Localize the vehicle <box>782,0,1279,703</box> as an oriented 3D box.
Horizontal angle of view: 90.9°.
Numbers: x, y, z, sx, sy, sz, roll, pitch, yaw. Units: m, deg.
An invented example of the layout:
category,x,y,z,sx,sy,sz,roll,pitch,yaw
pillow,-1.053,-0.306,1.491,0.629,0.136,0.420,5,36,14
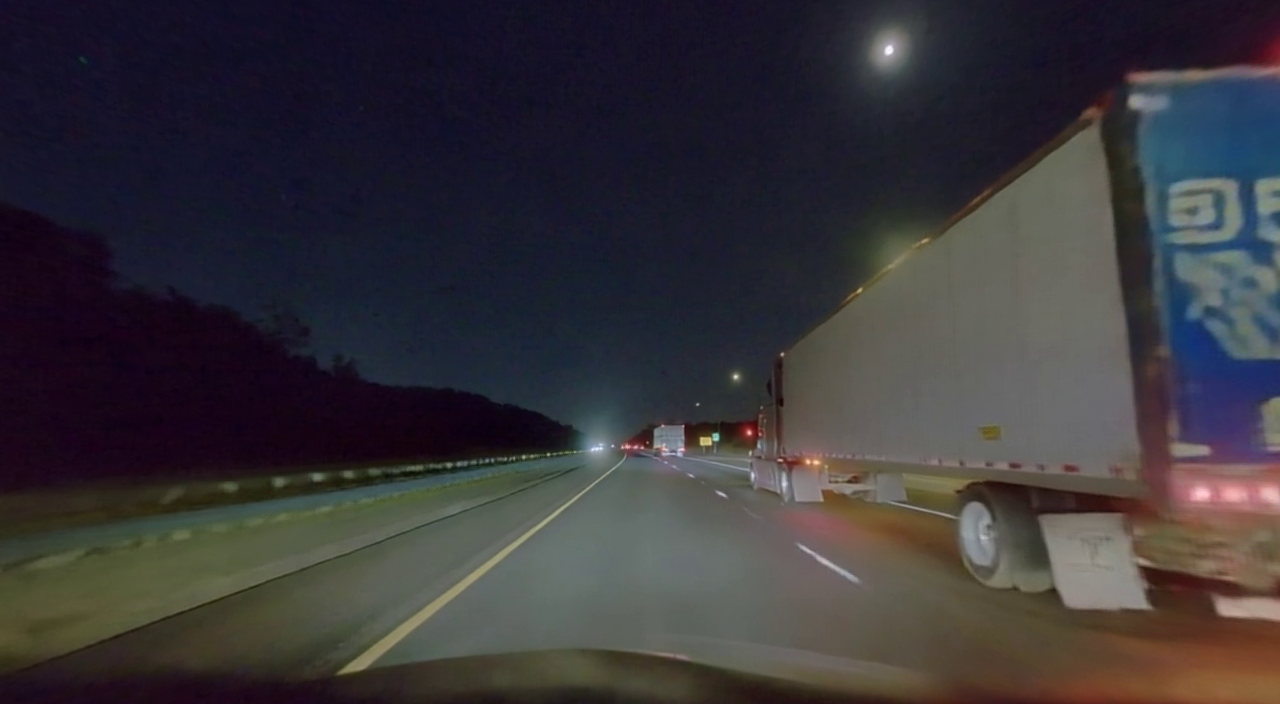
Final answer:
category,x,y,z,sx,sy,sz,roll,pitch,yaw
vehicle,4.556,0.672,8.199,3.107,3.718,10.231,0,-9,0
